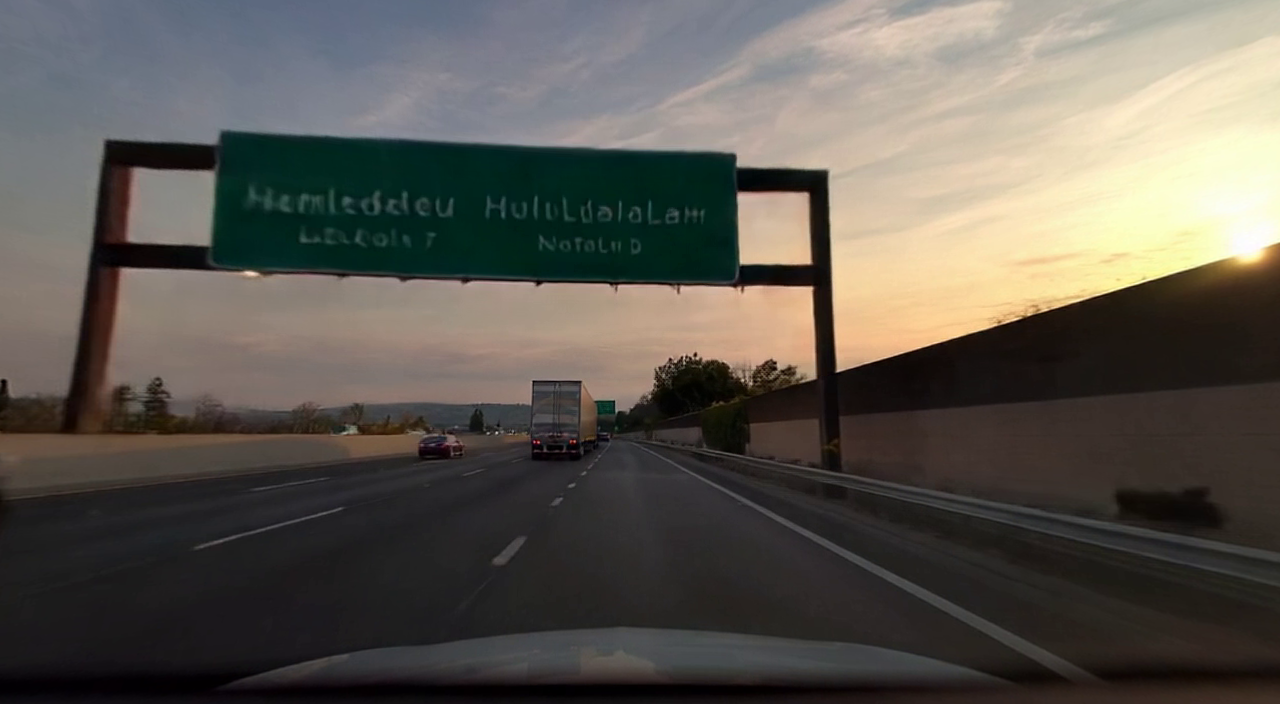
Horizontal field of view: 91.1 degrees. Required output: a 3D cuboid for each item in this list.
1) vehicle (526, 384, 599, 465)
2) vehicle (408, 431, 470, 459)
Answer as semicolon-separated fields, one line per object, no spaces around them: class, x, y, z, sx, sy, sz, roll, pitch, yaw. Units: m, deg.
vehicle;-4.213;4.431;37.186;3.002;3.987;12.477;0;-8;-1
vehicle;-11.783;5.491;37.190;2.138;1.531;4.864;0;-8;-1
